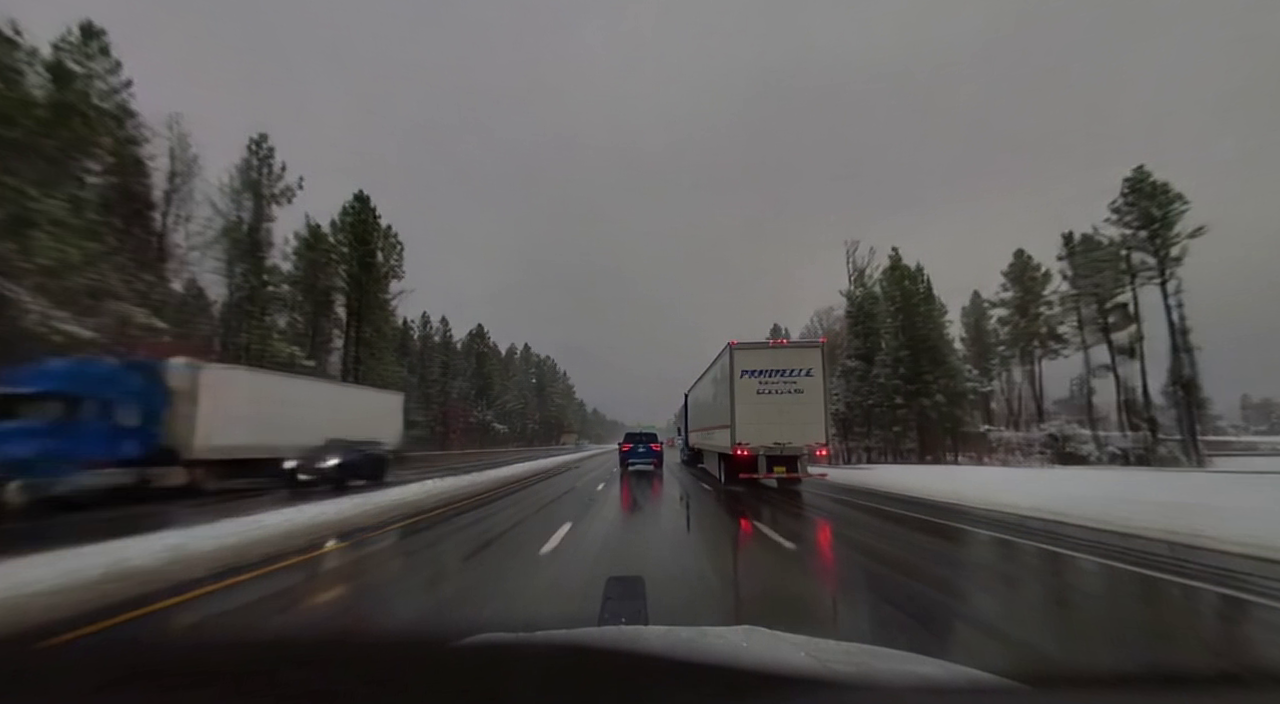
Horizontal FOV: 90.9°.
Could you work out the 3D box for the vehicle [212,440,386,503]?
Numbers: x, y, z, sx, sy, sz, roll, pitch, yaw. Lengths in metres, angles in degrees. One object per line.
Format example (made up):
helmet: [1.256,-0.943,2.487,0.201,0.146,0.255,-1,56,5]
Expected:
vehicle: [-9.109,3.210,17.472,2.117,1.493,4.774,0,-8,1]

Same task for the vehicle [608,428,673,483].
vehicle: [0.033,3.898,24.016,2.222,1.848,4.610,0,-8,0]

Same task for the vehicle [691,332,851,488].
vehicle: [4.130,2.742,25.123,2.899,4.160,16.621,0,-8,0]

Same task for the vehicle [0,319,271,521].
vehicle: [-13.520,1.831,15.611,3.042,3.762,9.032,0,-8,1]
